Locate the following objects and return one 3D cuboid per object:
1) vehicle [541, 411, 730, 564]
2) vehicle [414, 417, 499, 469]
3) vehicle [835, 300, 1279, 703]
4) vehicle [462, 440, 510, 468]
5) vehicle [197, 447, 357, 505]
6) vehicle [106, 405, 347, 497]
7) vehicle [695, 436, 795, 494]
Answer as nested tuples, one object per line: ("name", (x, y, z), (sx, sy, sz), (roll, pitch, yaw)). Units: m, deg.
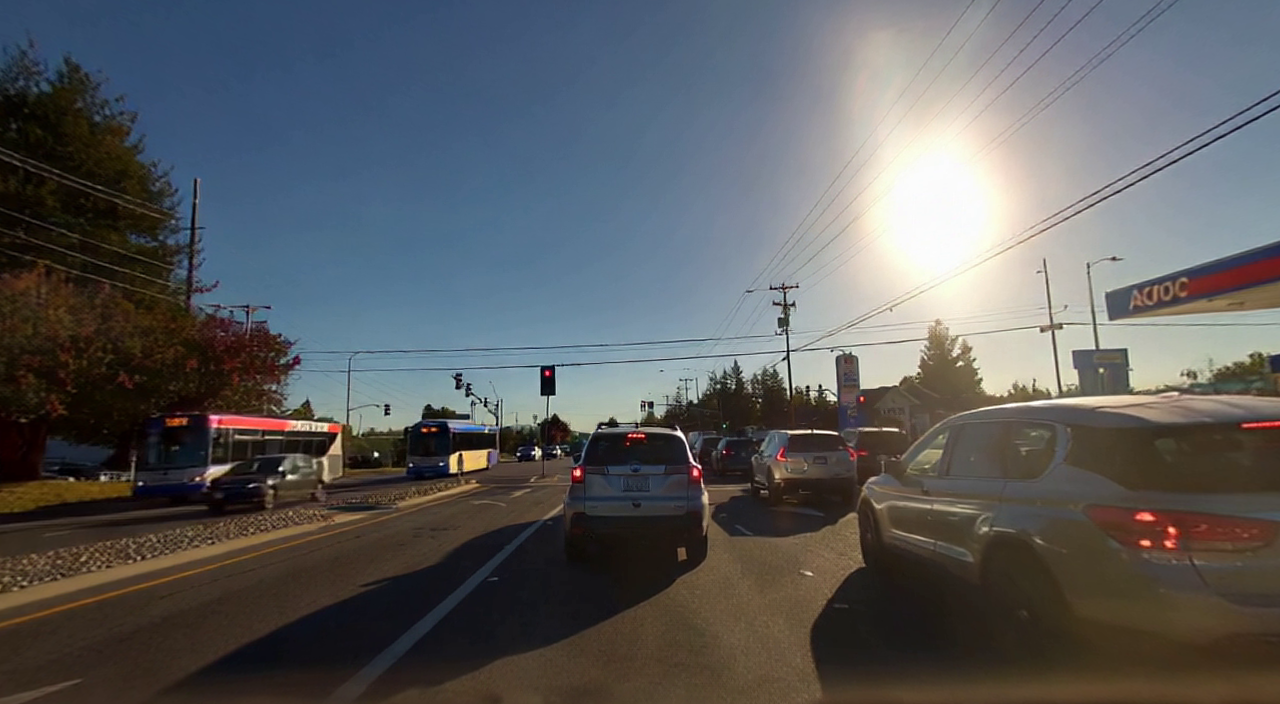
("vehicle", (-0.106, 1.801, 9.109), (2.087, 1.677, 4.053), (0, -9, -2))
("vehicle", (-13.915, 7.169, 49.381), (3.031, 3.513, 12.586), (0, -9, -1))
("vehicle", (3.085, 1.015, 4.359), (2.049, 1.813, 4.245), (0, -9, -1))
("vehicle", (-10.600, 7.053, 43.797), (2.163, 1.812, 4.686), (0, -9, -1))
("vehicle", (-10.413, 3.555, 18.648), (1.976, 1.483, 4.630), (0, -9, 0))
("vehicle", (-18.764, 4.732, 30.552), (3.010, 3.475, 12.655), (0, -9, 1))
("vehicle", (2.895, 3.237, 18.512), (2.040, 1.481, 4.407), (0, -9, -2))
